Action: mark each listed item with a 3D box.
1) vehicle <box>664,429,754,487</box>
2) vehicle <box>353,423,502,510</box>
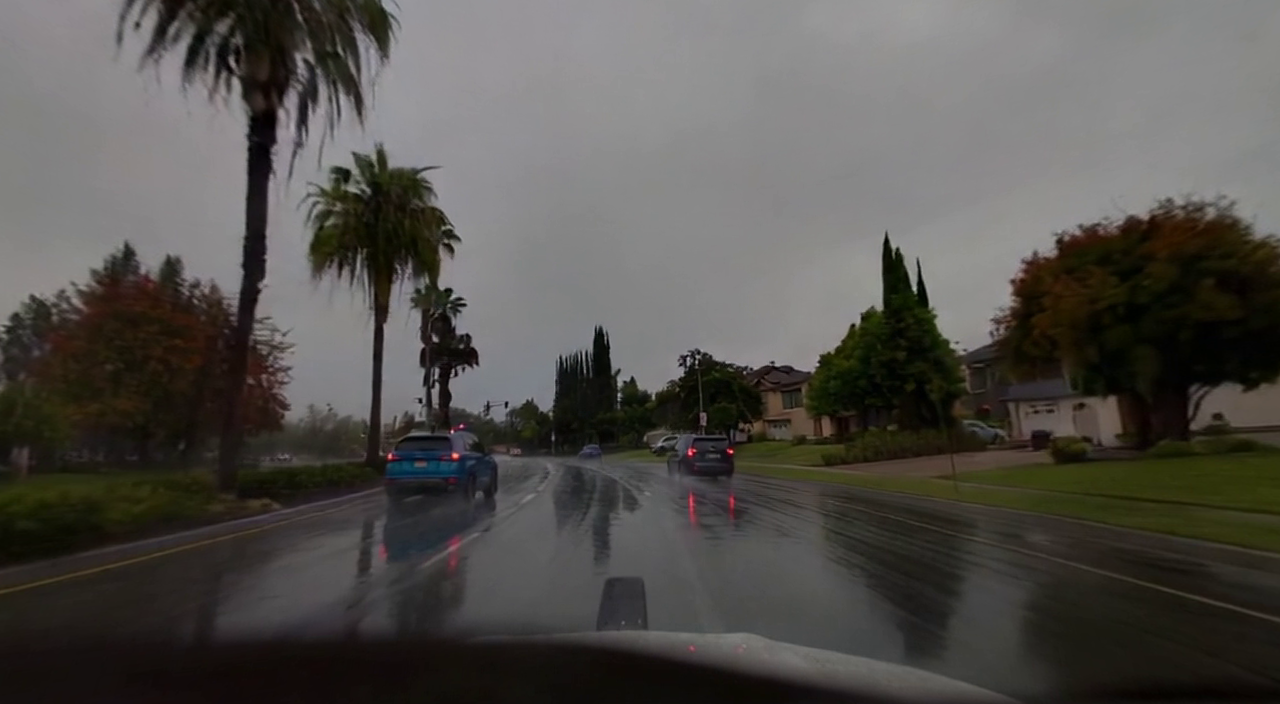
[{"bbox_3d":[2.269,3.683,22.199,2.195,1.804,4.658,1,-9,-6],"label":"vehicle"},{"bbox_3d":[-4.915,2.720,15.402,2.150,1.768,4.868,1,-8,-3],"label":"vehicle"}]
